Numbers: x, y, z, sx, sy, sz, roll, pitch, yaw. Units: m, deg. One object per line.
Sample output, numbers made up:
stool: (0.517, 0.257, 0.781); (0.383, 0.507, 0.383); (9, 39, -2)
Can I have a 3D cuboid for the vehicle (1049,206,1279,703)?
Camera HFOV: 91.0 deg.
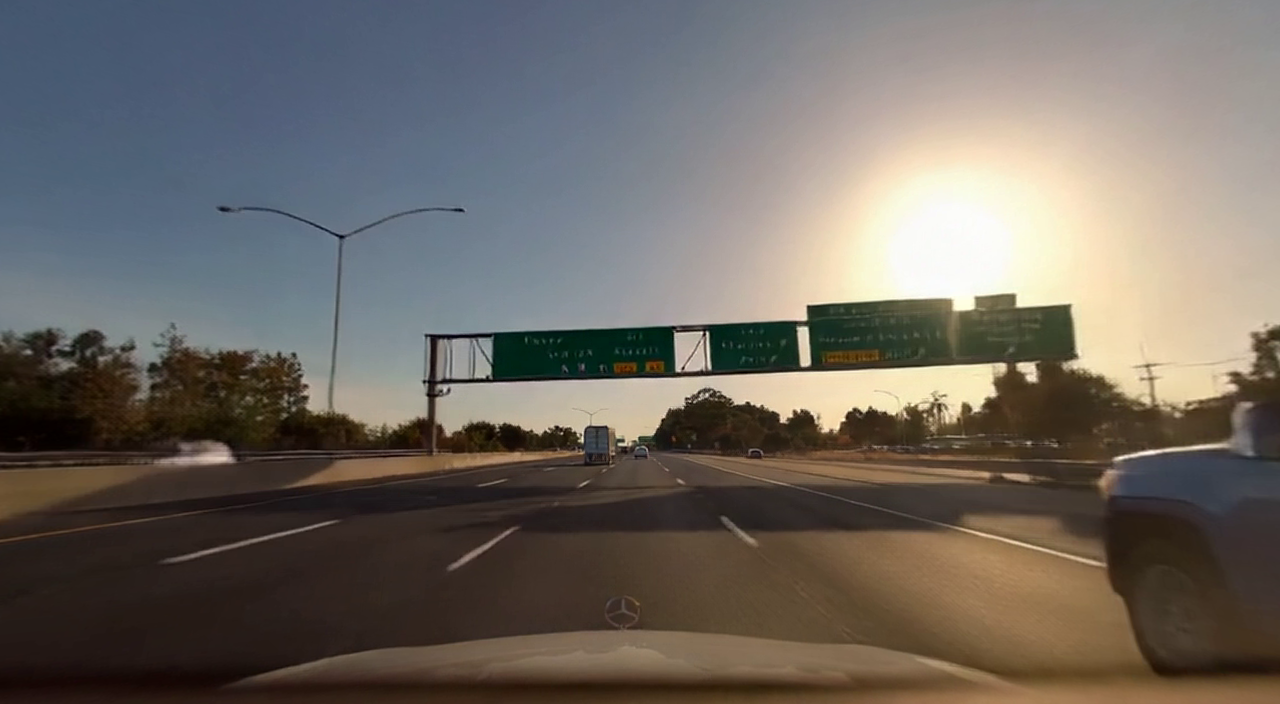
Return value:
vehicle: (3.541, 0.260, 0.345); (2.593, 2.110, 6.016); (0, -9, 0)
